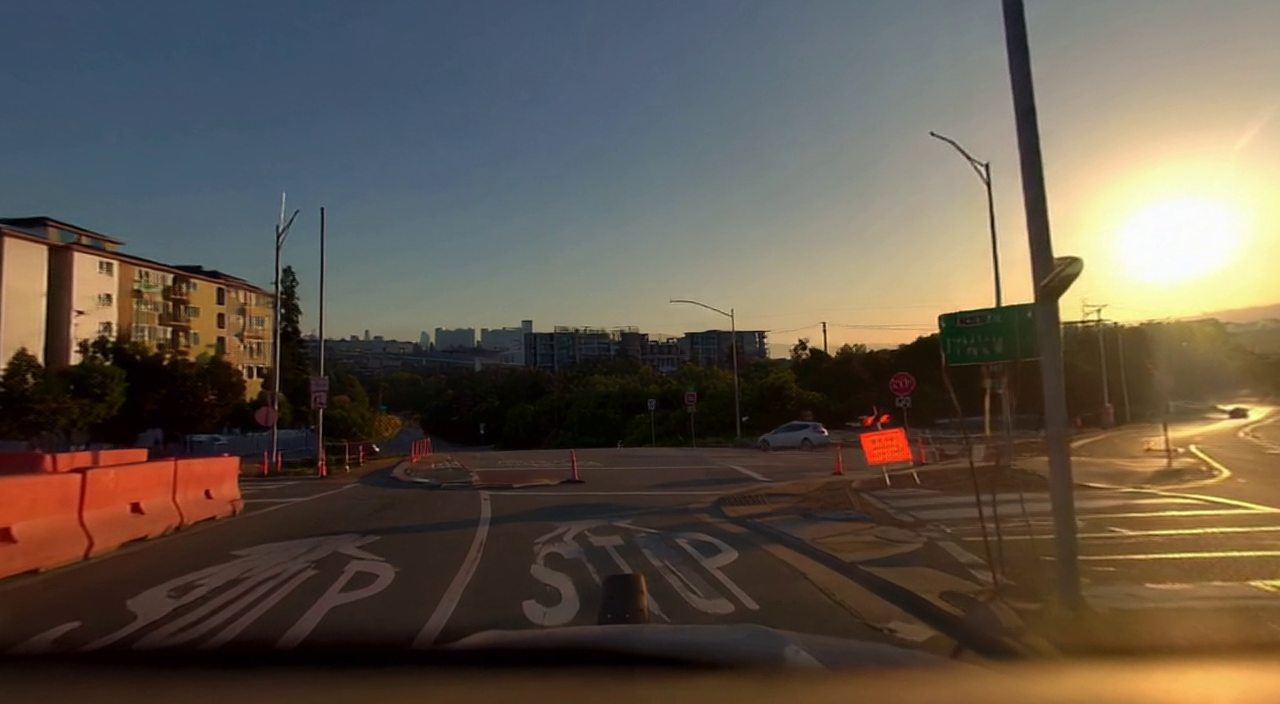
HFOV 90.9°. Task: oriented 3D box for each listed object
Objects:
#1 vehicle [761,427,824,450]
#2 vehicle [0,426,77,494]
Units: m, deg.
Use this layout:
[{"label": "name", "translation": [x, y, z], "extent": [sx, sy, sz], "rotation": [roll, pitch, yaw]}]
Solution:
[{"label": "vehicle", "translation": [11.513, 6.532, 47.579], "extent": [4.302, 1.628, 1.957], "rotation": [3, -9, -23]}, {"label": "vehicle", "translation": [-17.726, 3.053, 18.042], "extent": [2.159, 1.734, 4.292], "rotation": [7, -11, -42]}]
